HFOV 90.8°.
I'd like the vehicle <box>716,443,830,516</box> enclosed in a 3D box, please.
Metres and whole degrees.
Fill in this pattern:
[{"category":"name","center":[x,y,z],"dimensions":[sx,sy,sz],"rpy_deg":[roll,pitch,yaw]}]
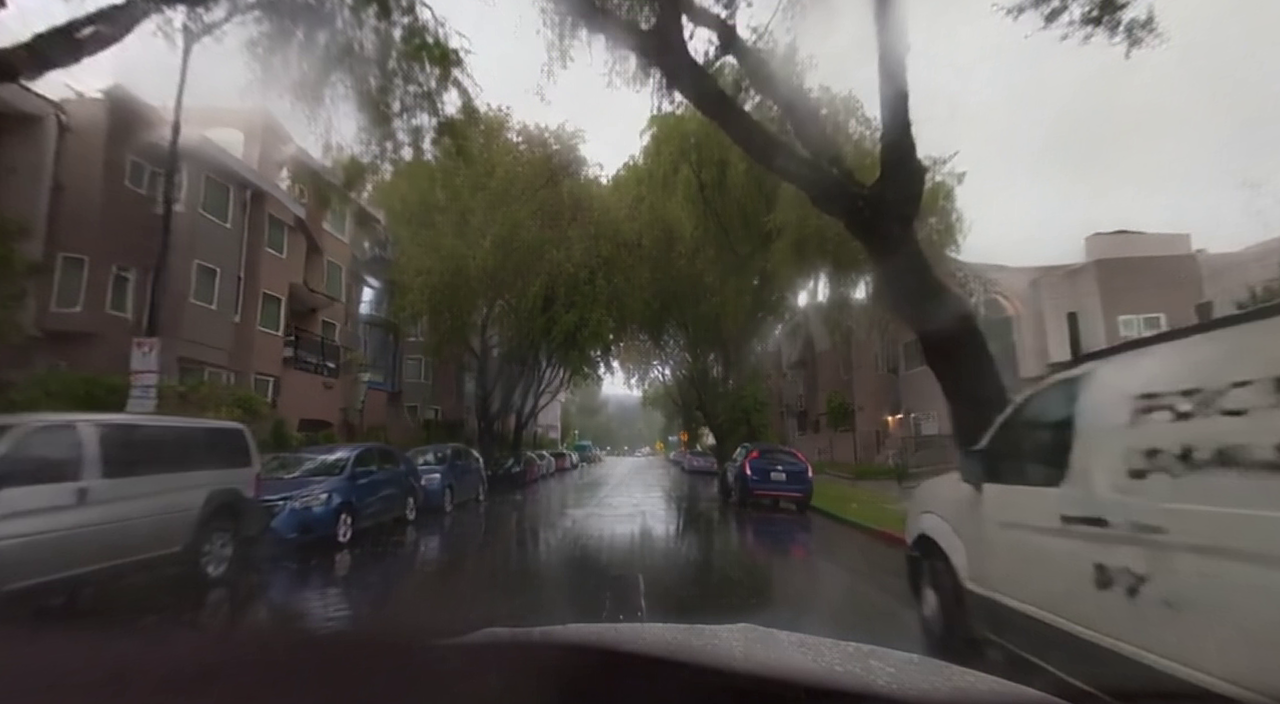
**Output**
[{"category":"vehicle","center":[3.034,2.967,15.288],"dimensions":[1.903,1.512,3.900],"rpy_deg":[0,-8,0]}]

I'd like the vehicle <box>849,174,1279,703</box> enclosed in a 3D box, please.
[{"category":"vehicle","center":[2.798,0.599,2.140],"dimensions":[2.259,2.119,5.281],"rpy_deg":[-1,-2,-2]}]

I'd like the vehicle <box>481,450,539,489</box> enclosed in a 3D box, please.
[{"category":"vehicle","center":[-5.341,4.851,26.363],"dimensions":[1.722,1.491,3.431],"rpy_deg":[0,-8,0]}]

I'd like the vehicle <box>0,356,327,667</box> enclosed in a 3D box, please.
[{"category":"vehicle","center":[-5.426,1.364,5.874],"dimensions":[2.196,2.059,5.748],"rpy_deg":[-2,-9,-1]}]

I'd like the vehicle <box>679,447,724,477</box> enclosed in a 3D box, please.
[{"category":"vehicle","center":[3.161,5.761,33.387],"dimensions":[1.835,1.490,4.134],"rpy_deg":[0,-8,-2]}]
